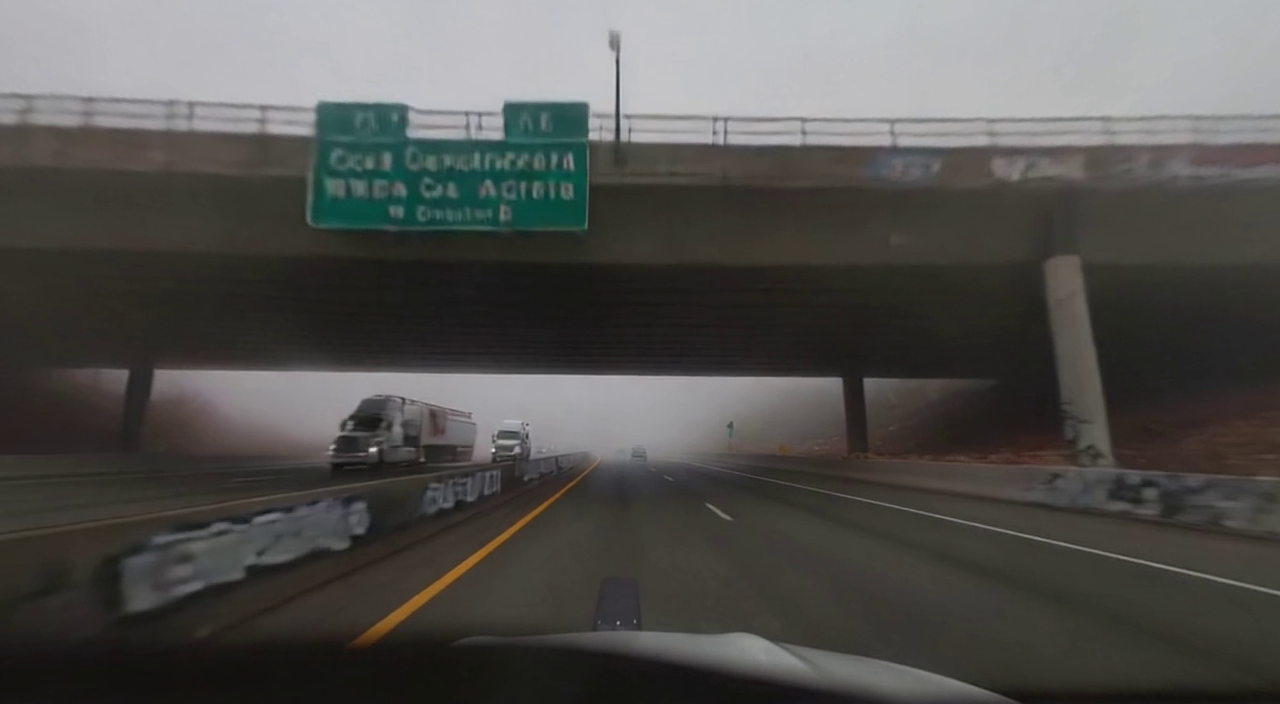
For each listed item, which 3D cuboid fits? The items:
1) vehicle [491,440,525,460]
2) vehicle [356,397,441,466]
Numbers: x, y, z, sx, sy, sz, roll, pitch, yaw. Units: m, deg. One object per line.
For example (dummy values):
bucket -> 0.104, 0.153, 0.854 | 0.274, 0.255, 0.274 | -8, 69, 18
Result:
vehicle -> -10.425, 7.776, 49.826 | 1.879, 1.505, 4.047 | 0, -9, -1
vehicle -> -14.507, 4.901, 38.205 | 2.987, 3.824, 5.991 | 0, -9, -3
